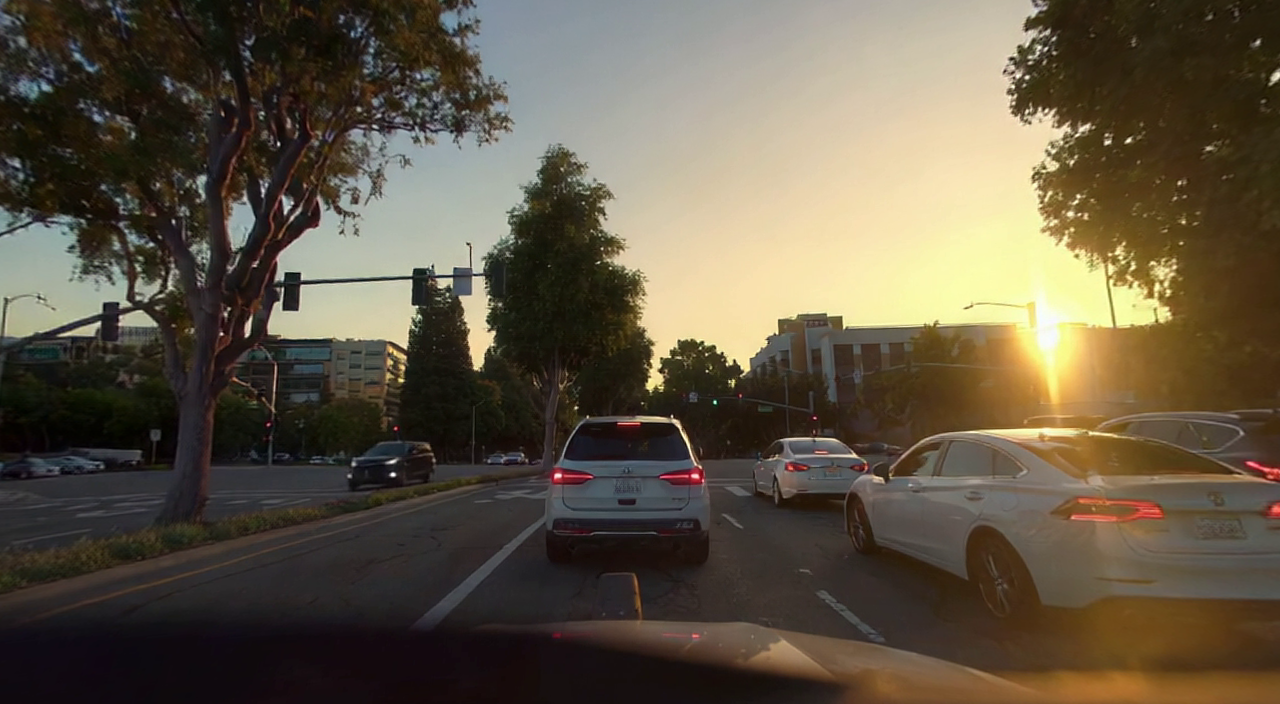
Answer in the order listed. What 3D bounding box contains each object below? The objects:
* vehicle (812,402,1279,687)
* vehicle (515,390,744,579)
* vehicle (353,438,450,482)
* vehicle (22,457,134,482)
[{"bbox_3d":[3.367,1.421,5.958,2.034,1.558,4.774,0,-9,-1],"label":"vehicle"},{"bbox_3d":[-0.213,1.620,8.430,2.236,1.827,4.316,1,-9,-3],"label":"vehicle"},{"bbox_3d":[-11.071,5.059,29.976,2.204,1.848,6.047,0,-9,1],"label":"vehicle"},{"bbox_3d":[-35.089,7.343,39.586,4.845,1.442,1.880,2,-9,-13],"label":"vehicle"}]
